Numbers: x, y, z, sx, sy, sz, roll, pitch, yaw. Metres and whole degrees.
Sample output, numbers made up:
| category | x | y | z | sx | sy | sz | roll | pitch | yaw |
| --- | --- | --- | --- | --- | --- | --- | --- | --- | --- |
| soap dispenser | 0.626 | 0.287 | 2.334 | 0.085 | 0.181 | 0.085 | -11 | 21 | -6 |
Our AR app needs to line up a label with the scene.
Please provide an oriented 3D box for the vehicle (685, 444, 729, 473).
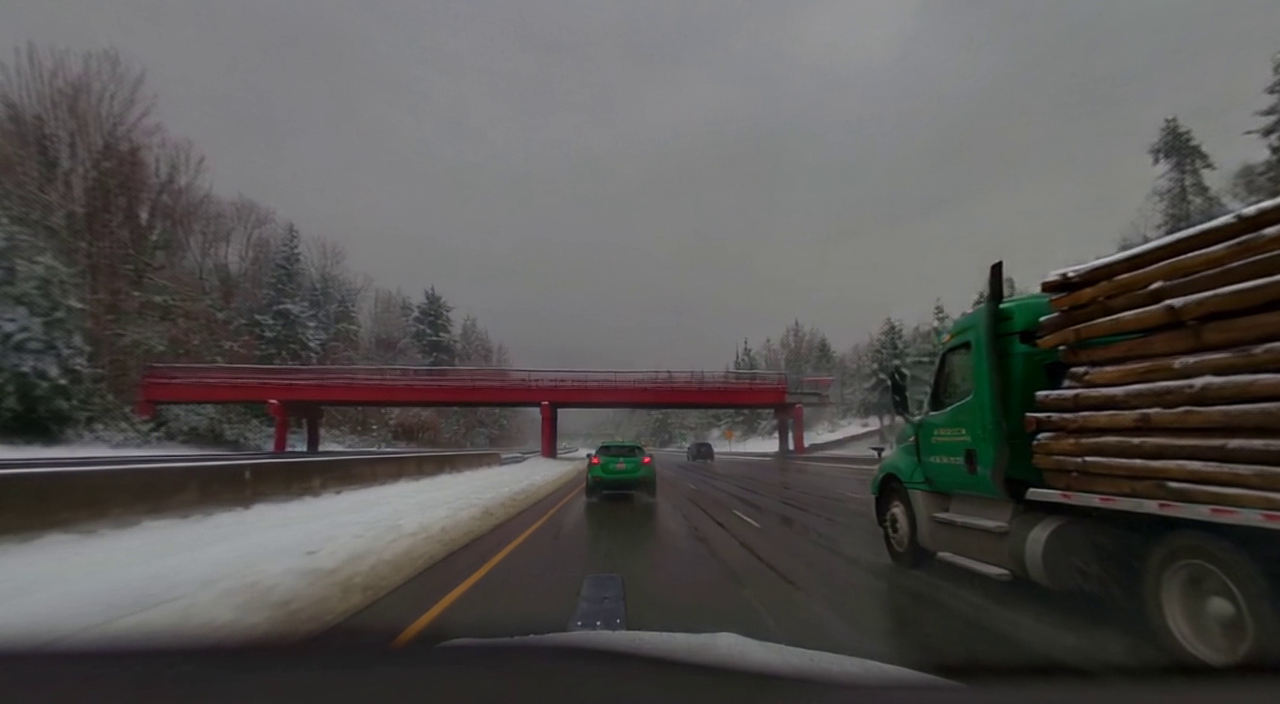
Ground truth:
| category | x | y | z | sx | sy | sz | roll | pitch | yaw |
| --- | --- | --- | --- | --- | --- | --- | --- | --- | --- |
| vehicle | 3.686 | 5.931 | 35.145 | 1.894 | 1.487 | 3.751 | 0 | -9 | -2 |

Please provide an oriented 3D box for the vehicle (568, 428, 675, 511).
| category | x | y | z | sx | sy | sz | roll | pitch | yaw |
| --- | --- | --- | --- | --- | --- | --- | --- | --- | --- |
| vehicle | -0.401 | 2.783 | 15.227 | 2.259 | 1.699 | 4.015 | 0 | -9 | 0 |

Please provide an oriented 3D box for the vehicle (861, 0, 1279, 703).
| category | x | y | z | sx | sy | sz | roll | pitch | yaw |
| --- | --- | --- | --- | --- | --- | --- | --- | --- | --- |
| vehicle | 4.168 | -0.186 | 2.835 | 2.992 | 3.920 | 8.831 | 0 | -9 | 0 |
